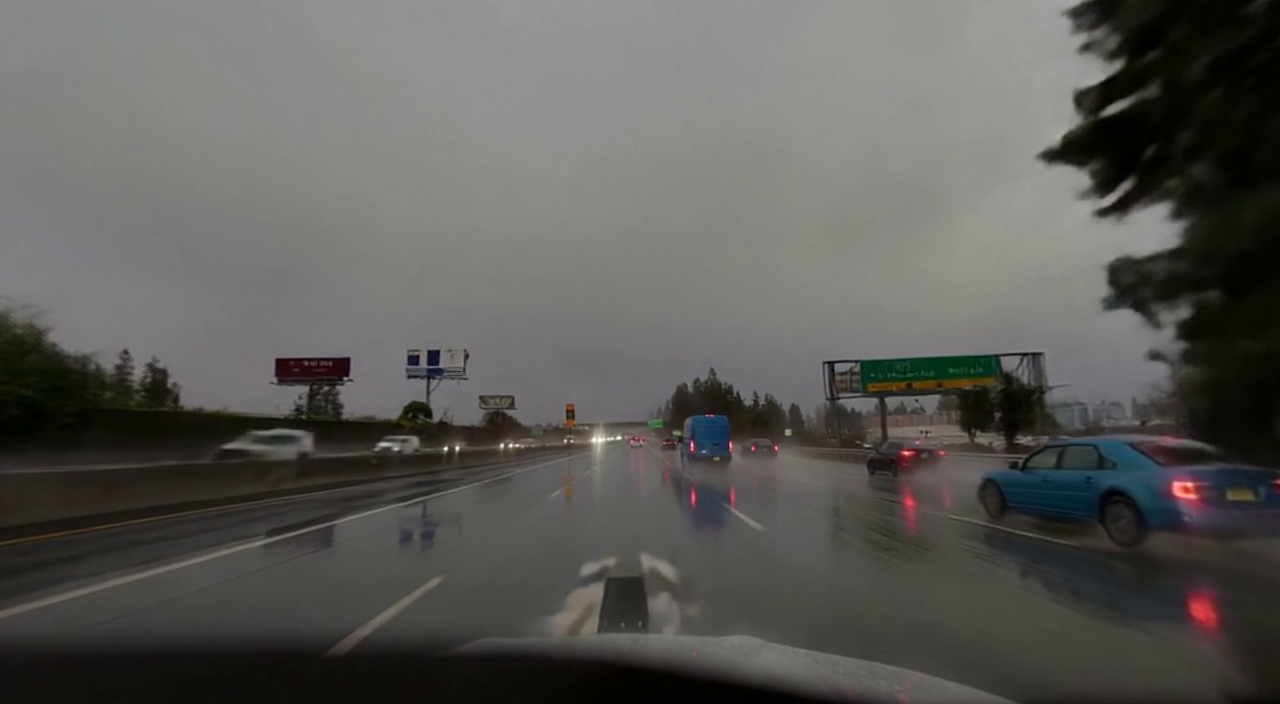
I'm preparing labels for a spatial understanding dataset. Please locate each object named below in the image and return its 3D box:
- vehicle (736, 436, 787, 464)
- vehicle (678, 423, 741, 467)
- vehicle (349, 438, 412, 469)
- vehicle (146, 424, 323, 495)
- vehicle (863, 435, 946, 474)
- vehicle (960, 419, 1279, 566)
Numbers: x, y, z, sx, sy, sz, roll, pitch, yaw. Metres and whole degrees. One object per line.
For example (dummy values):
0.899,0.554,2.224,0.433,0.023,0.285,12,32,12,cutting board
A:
6.948,5.635,36.224,2.099,1.510,3.784,0,-8,-2,vehicle
3.504,4.871,32.850,2.546,2.087,5.404,0,-8,-2,vehicle
-16.427,6.429,40.006,2.153,1.835,4.716,-1,-8,-2,vehicle
-13.998,3.744,22.317,2.442,2.115,5.788,-2,-8,0,vehicle
11.124,4.320,26.686,1.874,1.496,3.586,0,-8,-1,vehicle
6.941,1.820,9.050,2.003,1.517,4.936,0,-8,0,vehicle
